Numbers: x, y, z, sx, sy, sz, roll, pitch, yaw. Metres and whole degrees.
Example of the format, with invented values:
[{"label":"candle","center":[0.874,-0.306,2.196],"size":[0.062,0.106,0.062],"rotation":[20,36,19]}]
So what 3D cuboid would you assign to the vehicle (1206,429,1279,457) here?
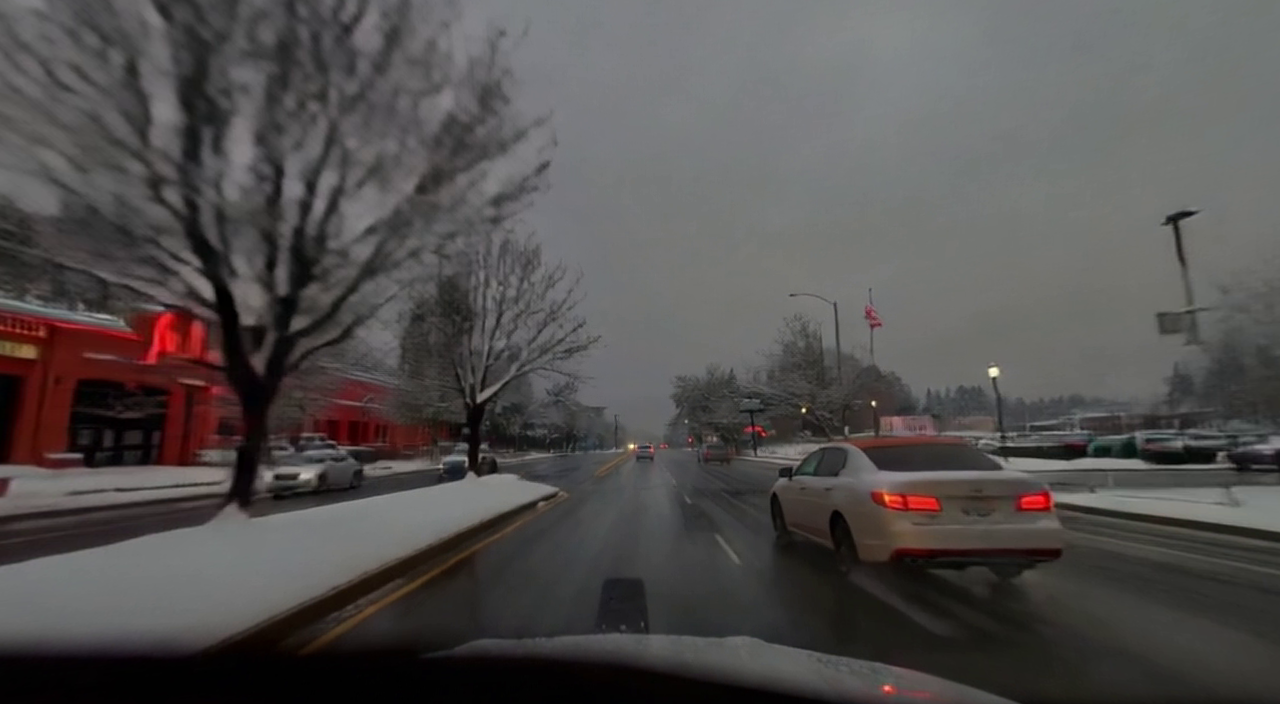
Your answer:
[{"label":"vehicle","center":[34.191,4.993,34.505],"size":[1.988,1.455,4.878],"rotation":[0,-8,3]}]

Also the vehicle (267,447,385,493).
[{"label":"vehicle","center":[-11.430,4.300,23.355],"size":[1.938,1.487,4.623],"rotation":[0,-8,1]}]

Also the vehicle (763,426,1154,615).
[{"label":"vehicle","center":[3.002,1.690,7.420],"size":[2.091,1.472,4.697],"rotation":[0,-8,-1]}]

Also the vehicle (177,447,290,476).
[{"label":"vehicle","center":[-23.189,6.245,36.101],"size":[4.980,1.521,2.089],"rotation":[0,-8,0]}]

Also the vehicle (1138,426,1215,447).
[{"label":"vehicle","center":[39.298,6.235,46.319],"size":[1.800,1.432,4.691],"rotation":[-1,-8,4]}]

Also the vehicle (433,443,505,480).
[{"label":"vehicle","center":[-7.683,4.944,28.759],"size":[1.904,1.501,4.313],"rotation":[-1,-9,2]}]
